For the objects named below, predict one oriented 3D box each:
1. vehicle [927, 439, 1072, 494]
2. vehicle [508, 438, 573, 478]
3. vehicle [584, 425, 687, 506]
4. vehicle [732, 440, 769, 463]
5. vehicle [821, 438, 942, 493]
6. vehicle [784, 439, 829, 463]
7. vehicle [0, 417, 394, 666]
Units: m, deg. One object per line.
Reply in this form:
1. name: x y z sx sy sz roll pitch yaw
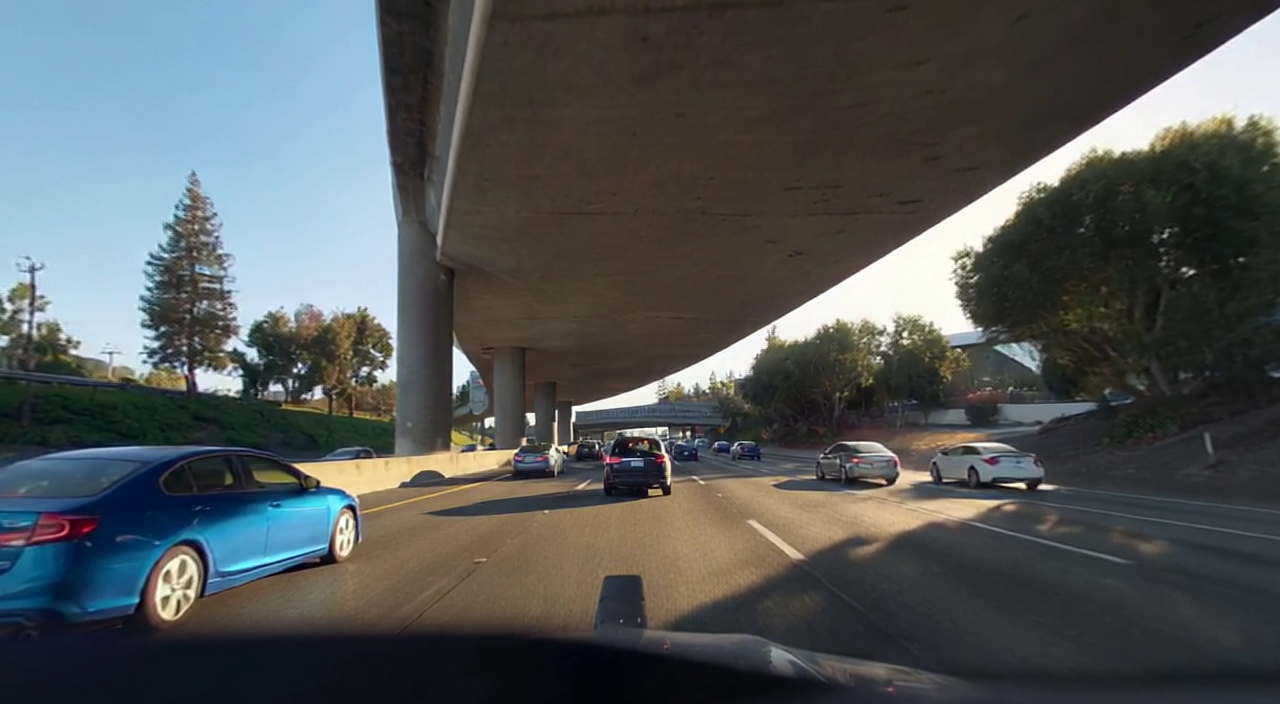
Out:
1. vehicle: 11.146 3.550 19.987 2.008 1.516 4.385 0 -9 0
2. vehicle: -4.006 4.362 26.145 1.947 1.516 4.295 0 -9 1
3. vehicle: -0.070 2.738 15.530 2.181 1.697 4.021 0 -9 1
4. vehicle: 7.653 6.924 43.856 1.880 1.526 3.641 0 -9 0
5. vehicle: 7.488 3.547 20.120 2.049 1.521 4.604 0 -9 0
6. vehicle: 11.666 6.977 44.436 1.992 1.625 4.359 0 -9 0
7. vehicle: -4.252 1.469 6.053 1.974 1.478 4.412 0 -9 0
